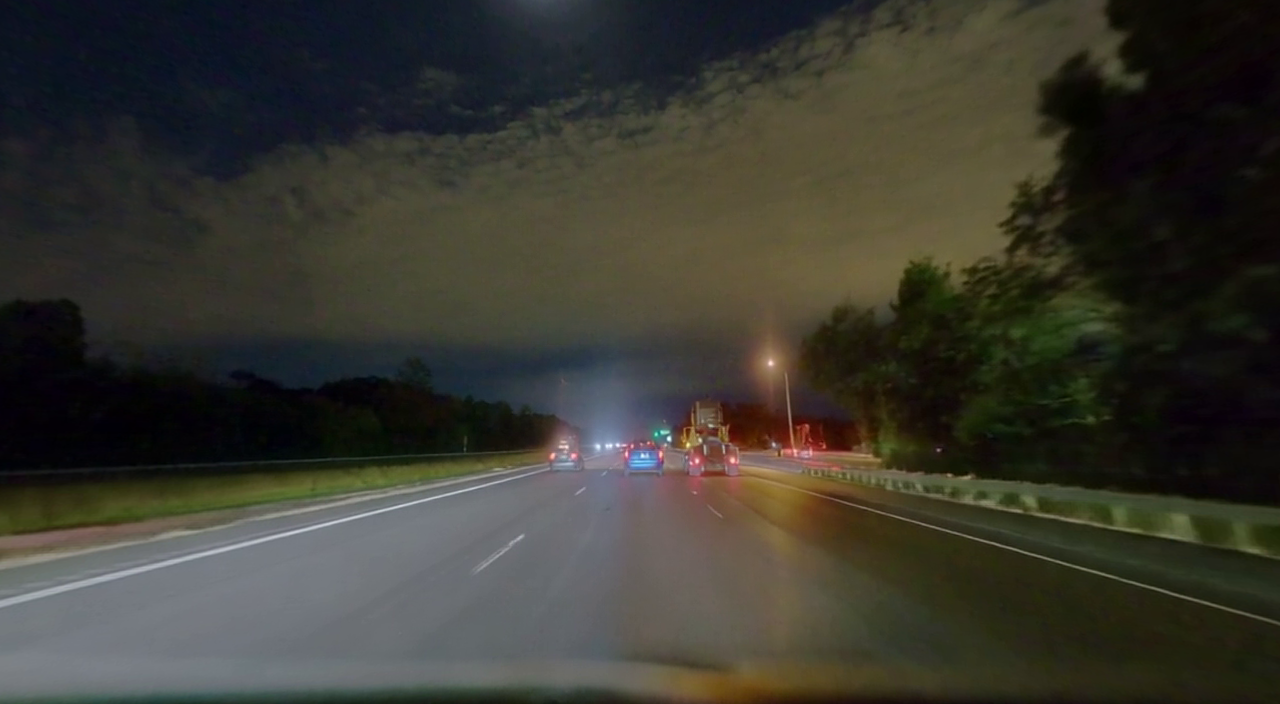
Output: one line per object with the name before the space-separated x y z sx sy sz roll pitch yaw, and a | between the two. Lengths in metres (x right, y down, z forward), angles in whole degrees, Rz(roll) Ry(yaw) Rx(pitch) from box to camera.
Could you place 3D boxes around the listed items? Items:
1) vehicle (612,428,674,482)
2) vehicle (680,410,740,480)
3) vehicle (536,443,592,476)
vehicle | 0.118 4.183 25.868 2.308 1.993 4.631 0 -8 0
vehicle | 4.143 5.798 39.515 2.793 3.828 9.580 0 -8 1
vehicle | -3.613 5.201 30.780 2.096 1.469 4.319 0 -8 1
